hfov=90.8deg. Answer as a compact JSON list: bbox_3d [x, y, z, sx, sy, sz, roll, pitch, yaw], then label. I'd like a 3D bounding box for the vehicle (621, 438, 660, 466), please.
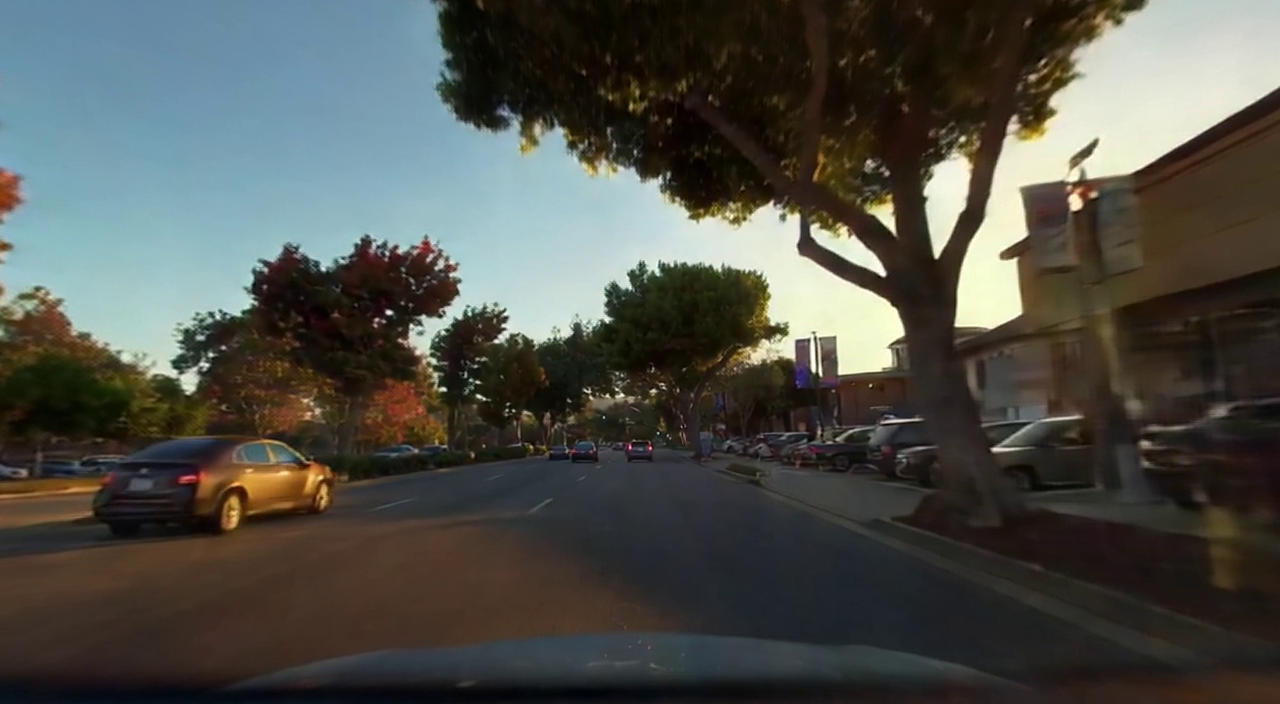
[{"bbox_3d":[-0.049,5.597,35.405,2.061,1.469,3.954,0,-9,-2],"label":"vehicle"}]

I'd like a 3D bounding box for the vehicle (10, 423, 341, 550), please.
[{"bbox_3d":[-7.224,2.116,10.689,2.038,1.649,4.665,0,-9,0],"label":"vehicle"}]

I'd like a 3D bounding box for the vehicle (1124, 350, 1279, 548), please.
[{"bbox_3d":[8.721,0.928,6.295,5.895,1.980,2.315,-7,-11,33],"label":"vehicle"}]

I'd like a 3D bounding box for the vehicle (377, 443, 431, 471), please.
[{"bbox_3d":[-16.497,7.352,44.396,2.127,1.716,4.548,-4,-8,-1],"label":"vehicle"}]

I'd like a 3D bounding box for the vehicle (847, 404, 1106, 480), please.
[{"bbox_3d":[9.294,2.552,17.929,5.976,1.994,2.295,0,-8,0],"label":"vehicle"}]
